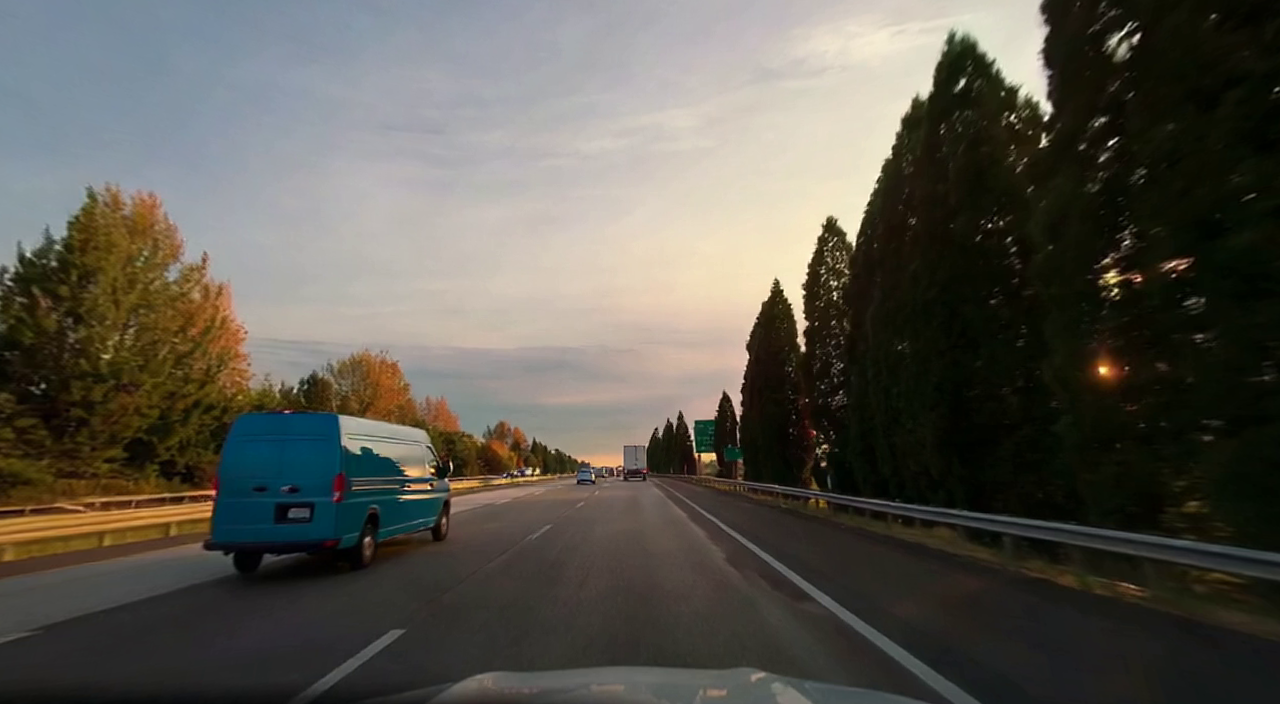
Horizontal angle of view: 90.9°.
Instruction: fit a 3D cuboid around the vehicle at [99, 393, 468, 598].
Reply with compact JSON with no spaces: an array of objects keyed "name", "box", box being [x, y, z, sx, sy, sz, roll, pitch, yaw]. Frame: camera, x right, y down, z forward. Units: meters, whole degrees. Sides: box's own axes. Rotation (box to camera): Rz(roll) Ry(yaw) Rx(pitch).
[{"name":"vehicle","box":[-4.131,1.826,8.594,2.208,1.973,4.716,1,-10,0]}]
